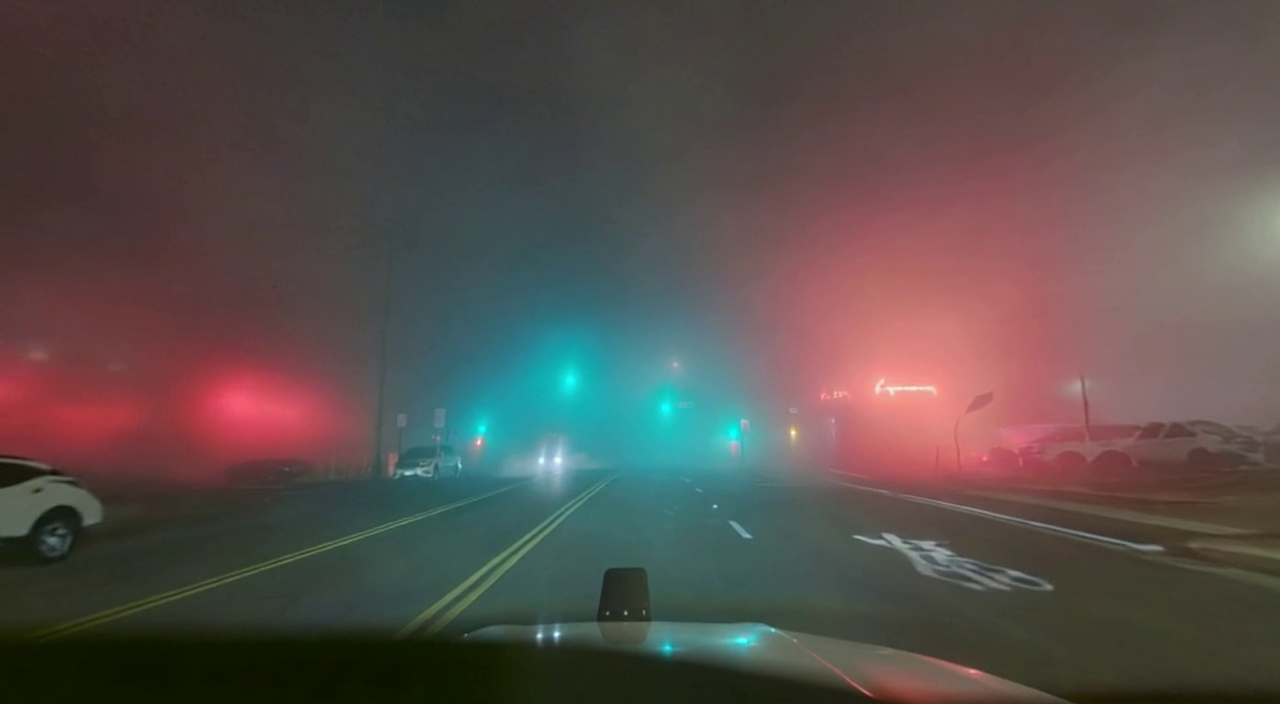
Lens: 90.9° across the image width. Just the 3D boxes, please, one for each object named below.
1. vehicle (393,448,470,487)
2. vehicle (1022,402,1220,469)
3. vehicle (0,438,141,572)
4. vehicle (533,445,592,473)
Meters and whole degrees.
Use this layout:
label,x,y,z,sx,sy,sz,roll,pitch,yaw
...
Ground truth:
label,x,y,z,sx,sy,sz,roll,pitch,yaw
vehicle,-9.049,5.024,27.749,1.908,1.529,4.522,0,-8,-1
vehicle,15.216,2.755,20.505,2.180,1.848,5.417,-1,-8,1
vehicle,-8.842,1.838,7.455,1.961,1.627,4.634,0,-8,2
vehicle,-4.368,6.103,36.171,1.984,1.489,4.515,-2,-9,12
